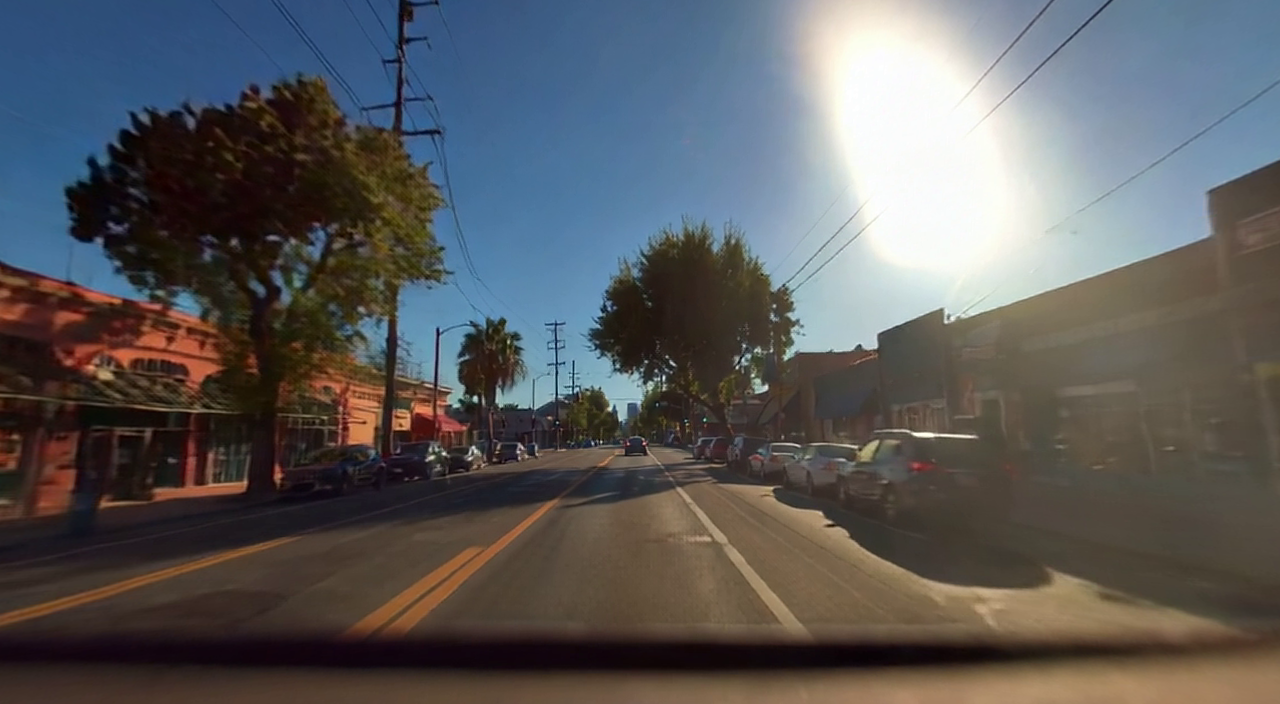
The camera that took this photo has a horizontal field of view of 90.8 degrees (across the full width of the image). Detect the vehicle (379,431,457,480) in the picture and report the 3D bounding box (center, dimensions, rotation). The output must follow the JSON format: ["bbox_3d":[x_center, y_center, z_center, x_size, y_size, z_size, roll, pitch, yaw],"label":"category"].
[{"bbox_3d":[-10.053,4.712,29.000,2.020,2.013,4.758,0,-8,-3],"label":"vehicle"}]

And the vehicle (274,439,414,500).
[{"bbox_3d":[-9.954,3.959,21.907,2.081,1.819,5.607,0,-8,0],"label":"vehicle"}]

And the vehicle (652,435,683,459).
[{"bbox_3d":[1.951,6.831,45.475,1.998,1.580,4.015,0,-8,-1],"label":"vehicle"}]

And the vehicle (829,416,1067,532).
[{"bbox_3d":[5.573,2.271,12.441,2.042,1.787,5.110,0,-8,-1],"label":"vehicle"}]
